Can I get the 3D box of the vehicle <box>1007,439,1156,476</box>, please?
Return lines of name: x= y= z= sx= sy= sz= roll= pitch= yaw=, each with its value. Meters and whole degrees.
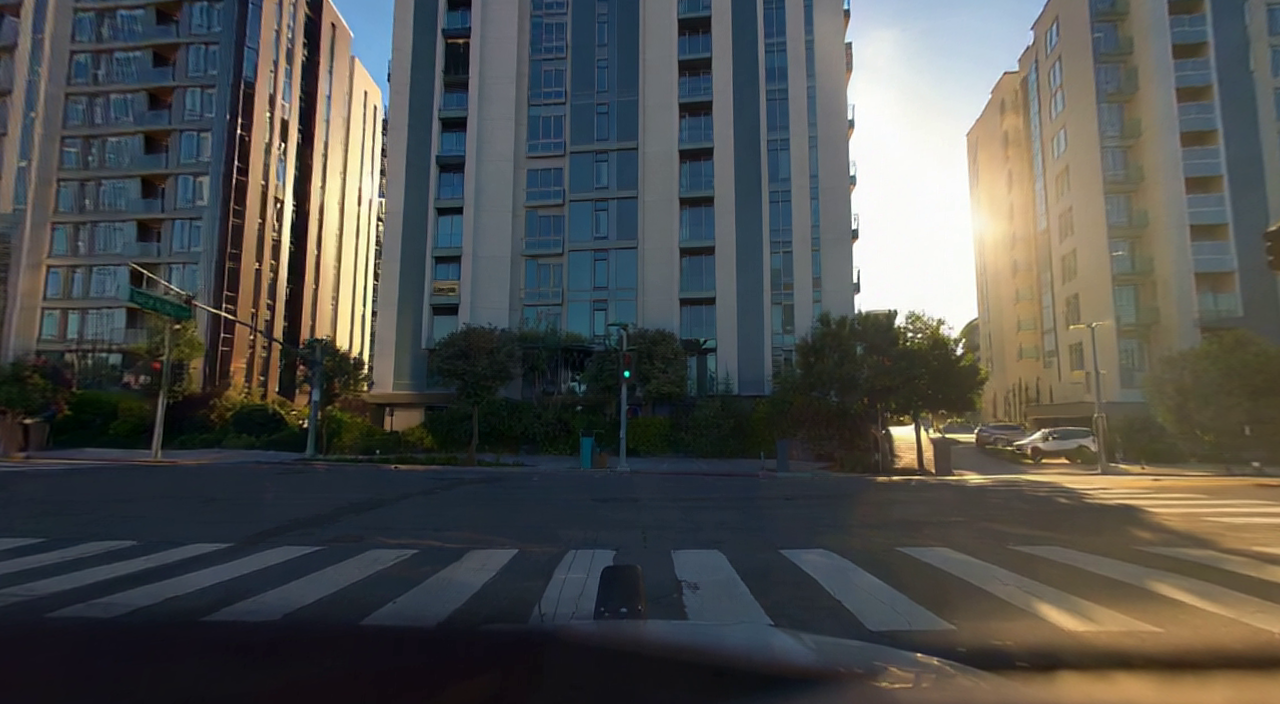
vehicle: x=18.577 y=4.462 z=26.700 sx=4.823 sy=1.458 sz=1.914 roll=0 pitch=-9 yaw=-1
